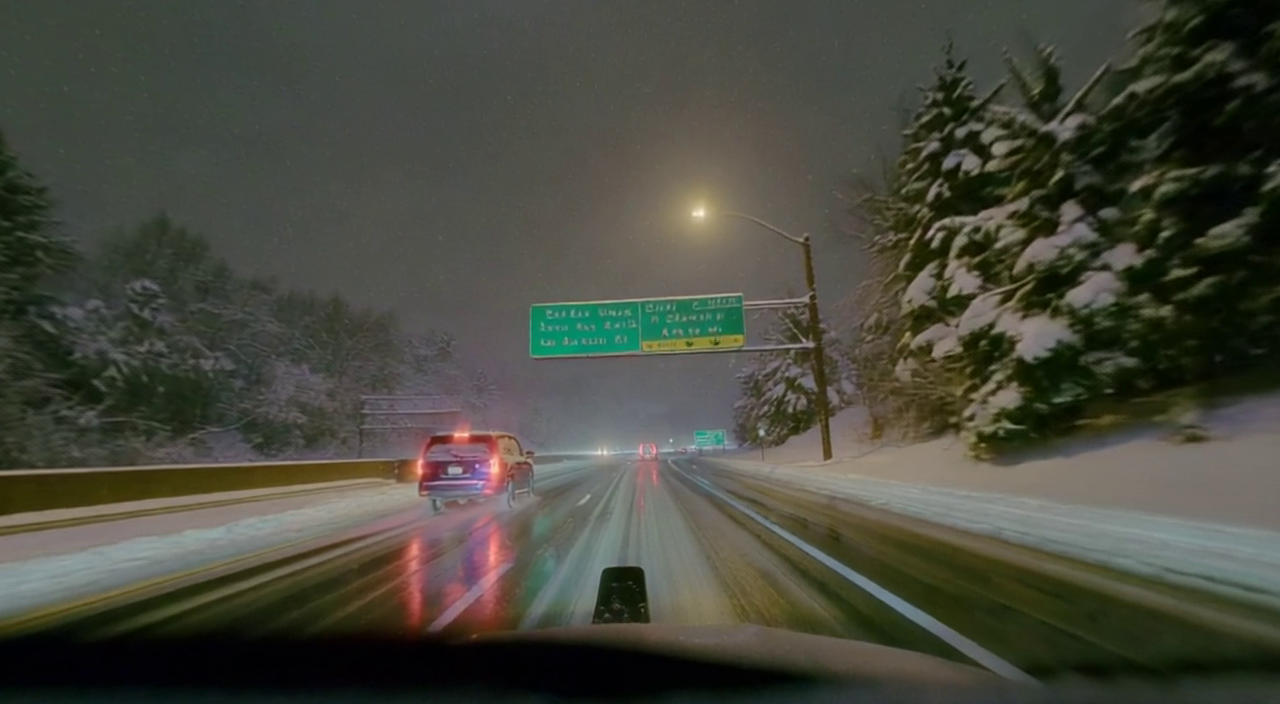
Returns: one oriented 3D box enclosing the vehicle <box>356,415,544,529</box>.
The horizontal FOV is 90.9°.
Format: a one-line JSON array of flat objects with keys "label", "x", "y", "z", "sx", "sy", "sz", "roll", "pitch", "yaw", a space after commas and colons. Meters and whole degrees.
[{"label": "vehicle", "x": -3.538, "y": 2.402, "z": 13.249, "sx": 2.143, "sy": 1.851, "sz": 5.817, "roll": 0, "pitch": -9, "yaw": 0}]
